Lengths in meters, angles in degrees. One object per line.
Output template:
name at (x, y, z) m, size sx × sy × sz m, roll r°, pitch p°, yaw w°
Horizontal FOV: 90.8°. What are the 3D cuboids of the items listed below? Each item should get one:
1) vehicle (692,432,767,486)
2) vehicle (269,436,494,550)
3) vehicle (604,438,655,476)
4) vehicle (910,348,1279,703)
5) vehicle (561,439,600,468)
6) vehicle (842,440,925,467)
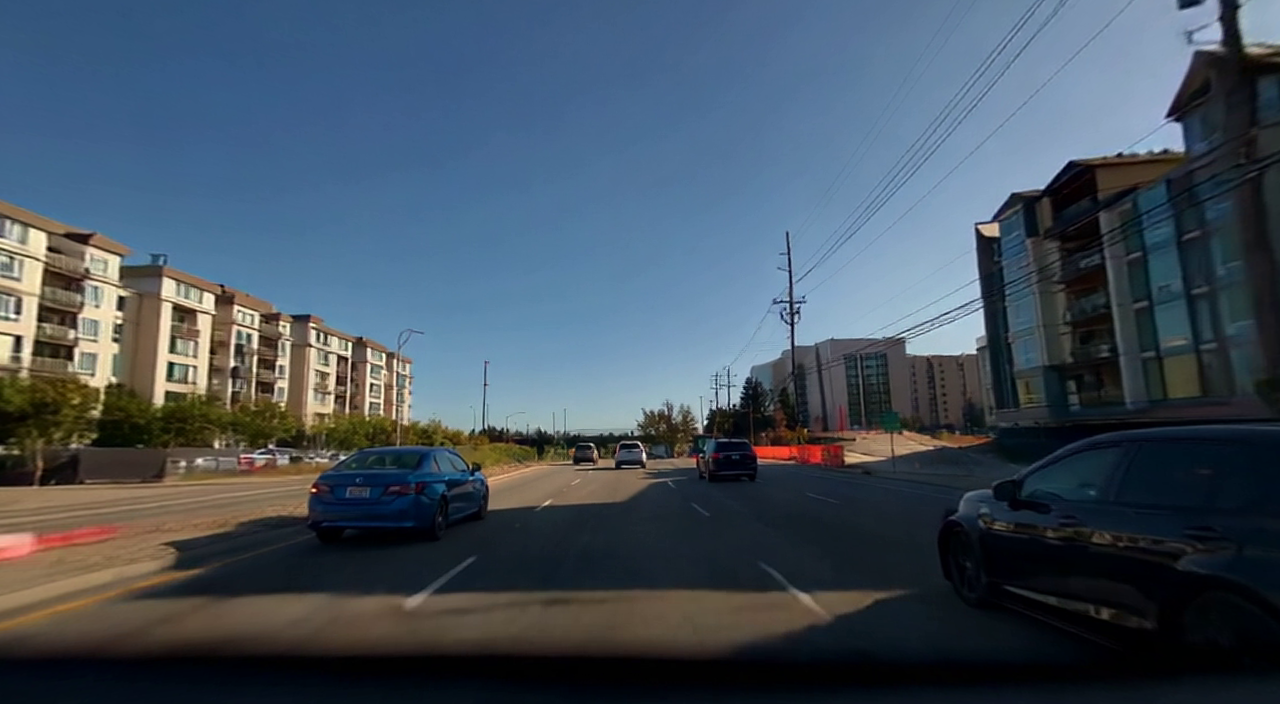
vehicle at (3.190, 3.921, 23.366) m, size 2.029 × 1.797 × 4.218 m, roll 0°, pitch -9°, yaw -2°
vehicle at (-3.901, 2.185, 10.486) m, size 1.968 × 1.473 × 4.209 m, roll 0°, pitch -9°, yaw 0°
vehicle at (-0.479, 5.067, 30.652) m, size 2.291 × 1.714 × 4.217 m, roll 0°, pitch -9°, yaw -1°
vehicle at (3.157, 0.922, 2.976) m, size 1.975 × 1.598 × 4.025 m, roll 0°, pitch -9°, yaw 0°
vehicle at (-3.992, 6.939, 43.174) m, size 2.190 × 1.832 × 4.417 m, roll 0°, pitch -9°, yaw 0°
vehicle at (15.908, 6.647, 41.364) m, size 4.594 × 1.664 × 2.036 m, roll -6°, pitch -11°, yaw 34°
